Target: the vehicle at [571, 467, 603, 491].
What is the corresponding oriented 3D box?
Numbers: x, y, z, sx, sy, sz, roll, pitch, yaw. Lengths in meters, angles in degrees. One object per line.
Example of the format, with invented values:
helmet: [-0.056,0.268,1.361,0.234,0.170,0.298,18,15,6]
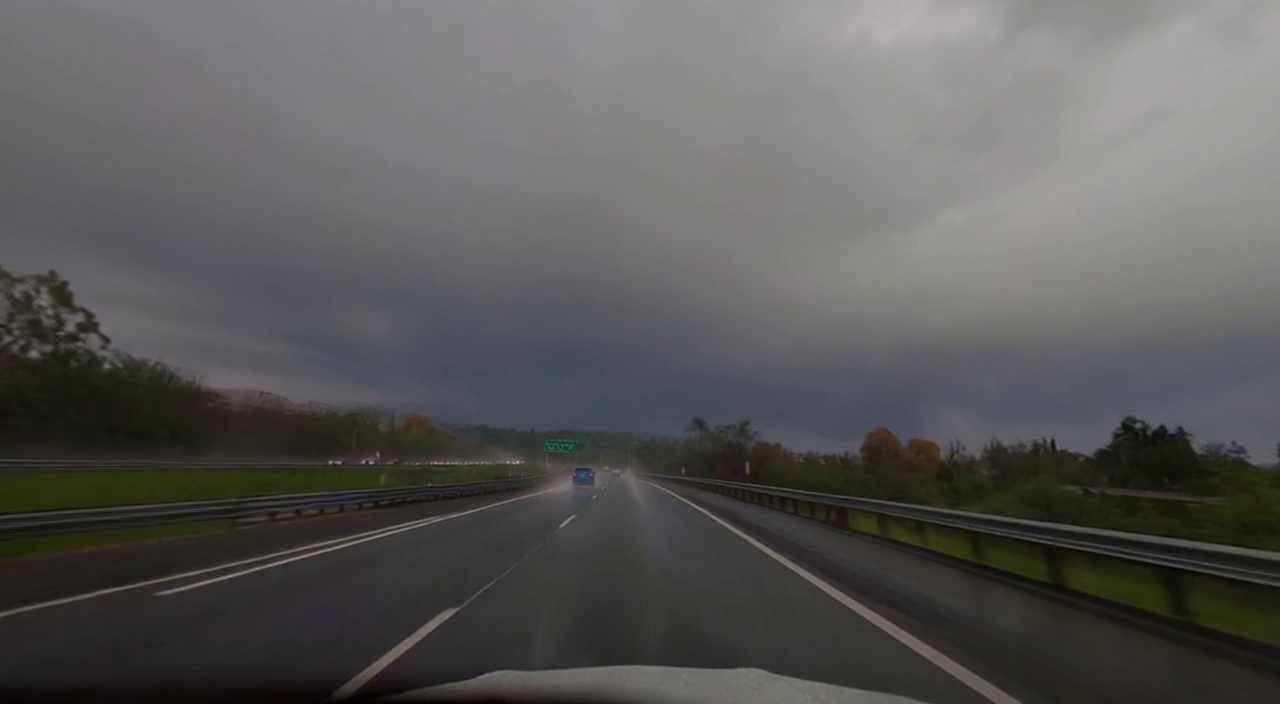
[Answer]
vehicle: [-3.783,9.140,45.470,1.967,1.556,4.364,1,-10,-1]
